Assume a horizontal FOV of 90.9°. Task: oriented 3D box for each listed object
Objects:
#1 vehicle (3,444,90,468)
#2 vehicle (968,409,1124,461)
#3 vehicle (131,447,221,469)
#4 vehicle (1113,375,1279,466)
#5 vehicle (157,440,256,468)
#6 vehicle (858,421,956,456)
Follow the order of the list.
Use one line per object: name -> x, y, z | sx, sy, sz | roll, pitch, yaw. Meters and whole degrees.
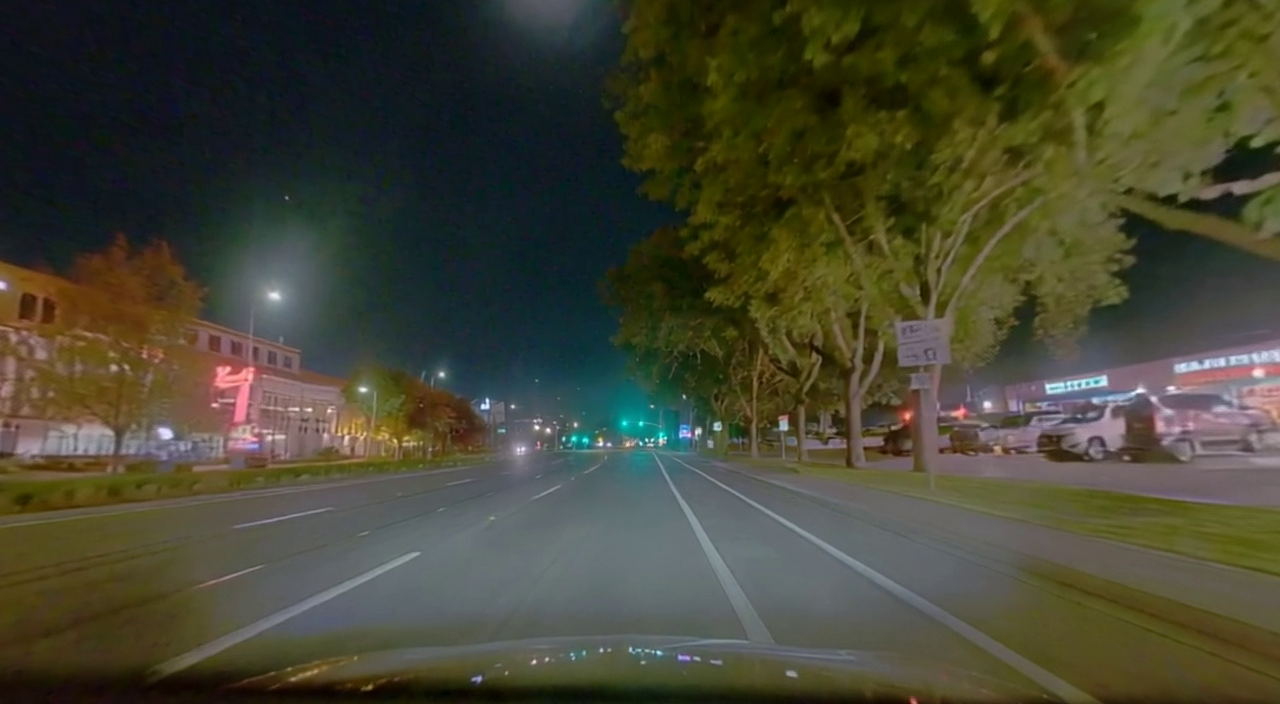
vehicle -> -43.999, 7.731, 46.815 | 4.359, 1.748, 1.976 | 0, -8, -1
vehicle -> 12.934, 2.667, 20.247 | 3.686, 1.428, 1.802 | -3, -7, 0
vehicle -> -30.719, 6.996, 41.775 | 4.448, 1.430, 1.888 | 0, -8, 1
vehicle -> 12.779, 1.428, 12.845 | 4.469, 1.709, 2.098 | 0, -8, 2
vehicle -> -30.722, 7.251, 44.796 | 5.435, 1.920, 2.245 | 0, -8, 3
vehicle -> 13.362, 4.332, 31.670 | 3.953, 1.492, 1.921 | -3, -7, -1
